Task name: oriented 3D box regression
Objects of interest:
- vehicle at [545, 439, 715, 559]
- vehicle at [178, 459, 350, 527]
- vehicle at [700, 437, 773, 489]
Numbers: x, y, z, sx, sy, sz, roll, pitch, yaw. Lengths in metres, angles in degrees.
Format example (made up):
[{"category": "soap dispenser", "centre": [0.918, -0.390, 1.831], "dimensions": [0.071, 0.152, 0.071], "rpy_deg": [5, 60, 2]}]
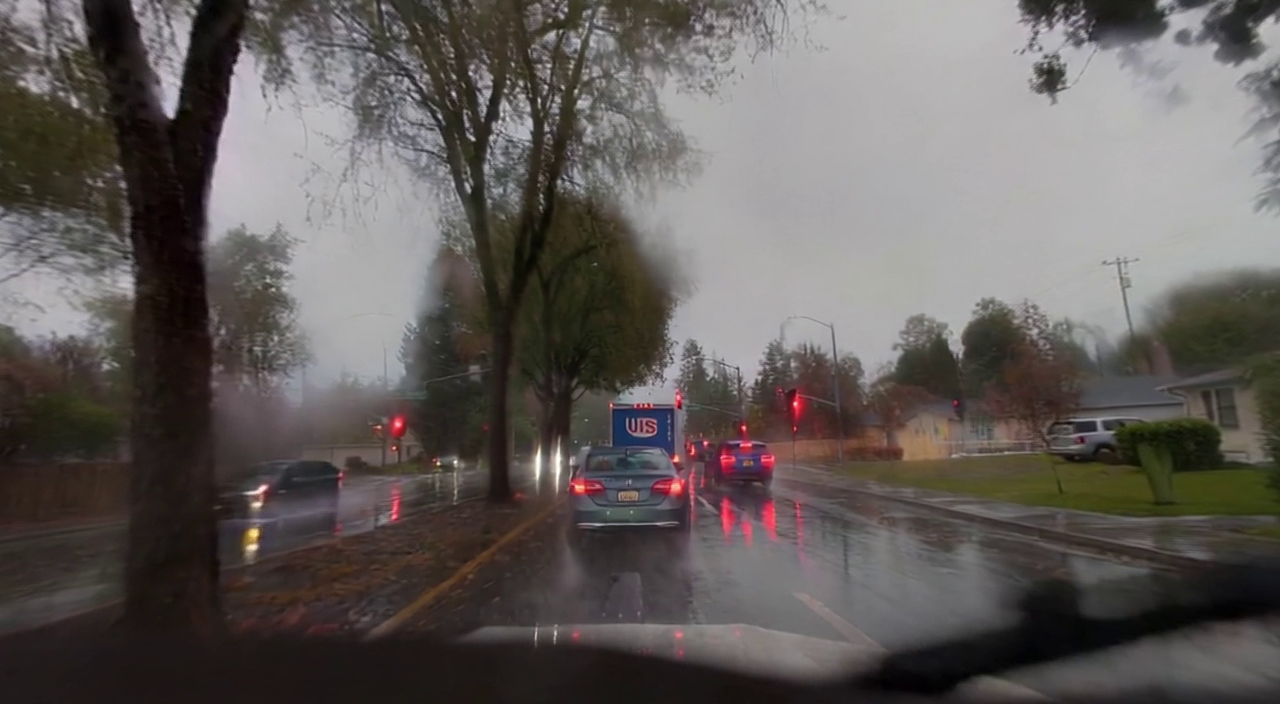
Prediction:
[{"category": "vehicle", "centre": [-0.159, 2.164, 10.100], "dimensions": [2.135, 1.483, 4.207], "rpy_deg": [0, -8, -1]}, {"category": "vehicle", "centre": [-9.770, 3.654, 16.924], "dimensions": [1.950, 1.467, 4.270], "rpy_deg": [0, -8, 0]}, {"category": "vehicle", "centre": [3.690, 4.331, 25.054], "dimensions": [2.145, 1.847, 4.524], "rpy_deg": [0, -8, -1]}]
